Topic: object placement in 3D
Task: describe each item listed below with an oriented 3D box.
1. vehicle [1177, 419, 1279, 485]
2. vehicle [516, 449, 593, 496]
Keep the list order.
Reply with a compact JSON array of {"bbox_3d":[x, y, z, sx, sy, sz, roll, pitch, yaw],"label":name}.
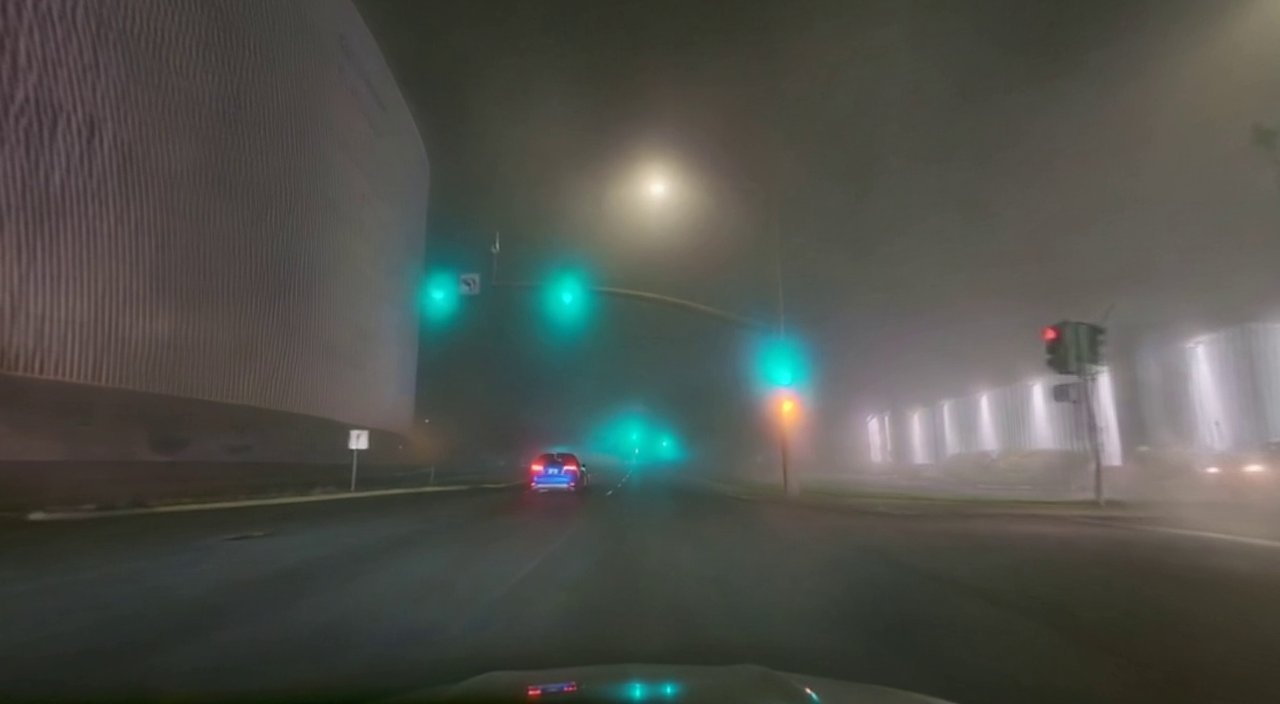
[{"bbox_3d":[16.678,2.588,16.216,1.851,1.594,4.324,0,-9,1],"label":"vehicle"},{"bbox_3d":[-2.933,4.263,22.616,1.971,1.486,4.380,0,-9,2],"label":"vehicle"}]
